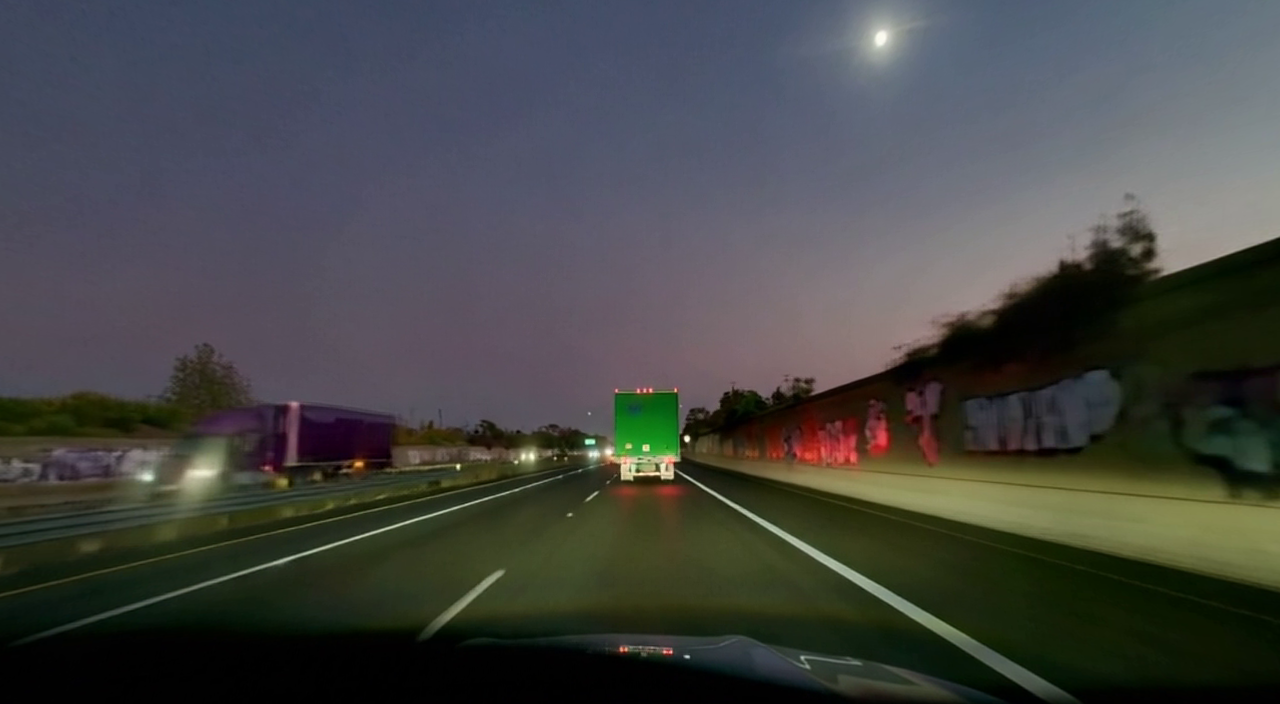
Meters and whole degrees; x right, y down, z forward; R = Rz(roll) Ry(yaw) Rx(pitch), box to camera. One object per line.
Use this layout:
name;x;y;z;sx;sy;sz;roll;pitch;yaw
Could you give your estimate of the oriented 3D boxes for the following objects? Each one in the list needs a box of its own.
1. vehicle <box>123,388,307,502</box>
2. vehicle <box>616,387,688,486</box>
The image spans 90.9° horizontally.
vehicle;-16.503;3.715;25.120;2.980;3.948;5.804;0;-9;1
vehicle;0.313;4.155;30.334;2.900;3.955;10.151;0;-9;-2
